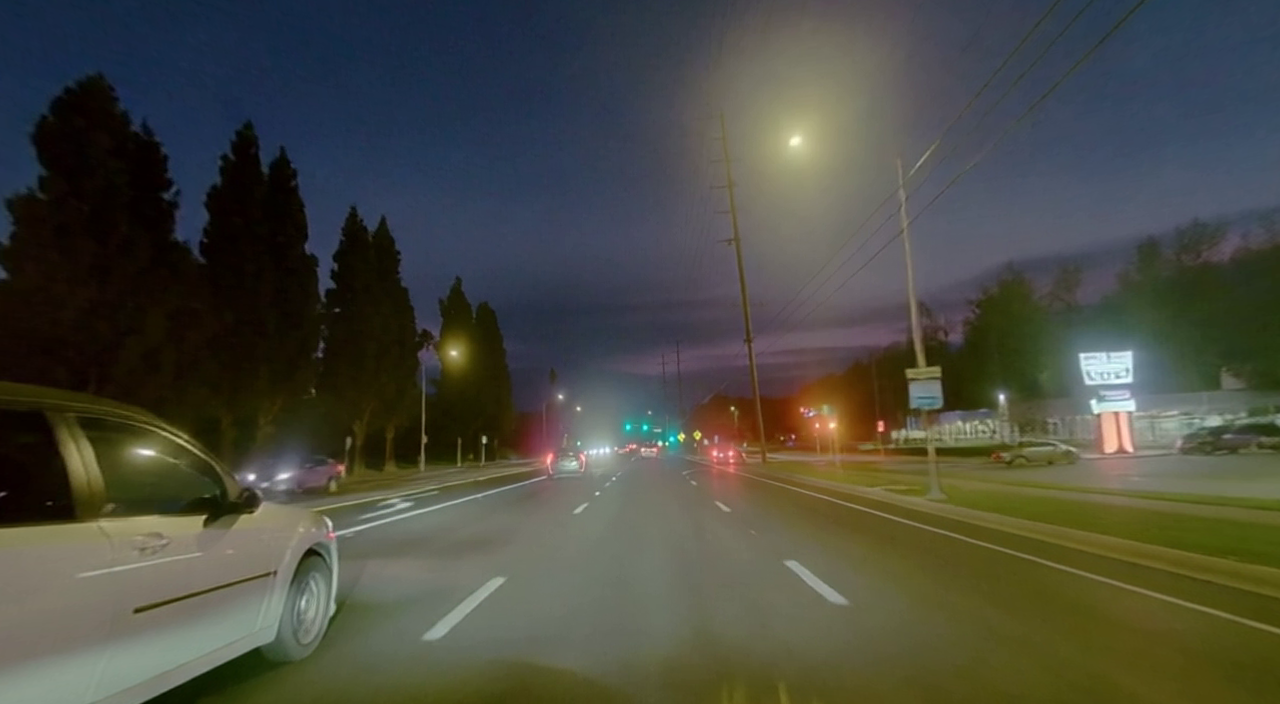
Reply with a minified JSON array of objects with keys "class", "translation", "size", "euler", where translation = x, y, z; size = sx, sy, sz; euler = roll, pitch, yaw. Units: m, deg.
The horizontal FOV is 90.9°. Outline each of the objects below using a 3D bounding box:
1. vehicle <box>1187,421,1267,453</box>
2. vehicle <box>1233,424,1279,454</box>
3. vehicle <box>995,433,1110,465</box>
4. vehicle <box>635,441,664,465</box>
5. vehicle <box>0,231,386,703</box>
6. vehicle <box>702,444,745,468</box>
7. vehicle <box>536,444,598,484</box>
[{"class":"vehicle","translation":[34.942,5.075,37.495],"size":[4.347,1.761,2.002],"euler":[4,-10,-28]},{"class":"vehicle","translation":[34.302,4.682,33.811],"size":[4.632,1.533,2.015],"euler":[4,-10,-27]},{"class":"vehicle","translation":[21.117,4.991,32.448],"size":[4.392,1.535,2.131],"euler":[0,-9,0]},{"class":"vehicle","translation":[0.749,7.827,48.812],"size":[2.155,1.781,3.977],"euler":[0,-9,1]},{"class":"vehicle","translation":[-3.105,0.608,1.706],"size":[2.381,1.961,5.563],"euler":[-1,-9,2]},{"class":"vehicle","translation":[5.640,6.945,42.284],"size":[2.062,1.541,4.420],"euler":[-3,-9,18]},{"class":"vehicle","translation":[-2.865,4.493,25.555],"size":[1.982,1.451,4.152],"euler":[0,-9,1]}]
